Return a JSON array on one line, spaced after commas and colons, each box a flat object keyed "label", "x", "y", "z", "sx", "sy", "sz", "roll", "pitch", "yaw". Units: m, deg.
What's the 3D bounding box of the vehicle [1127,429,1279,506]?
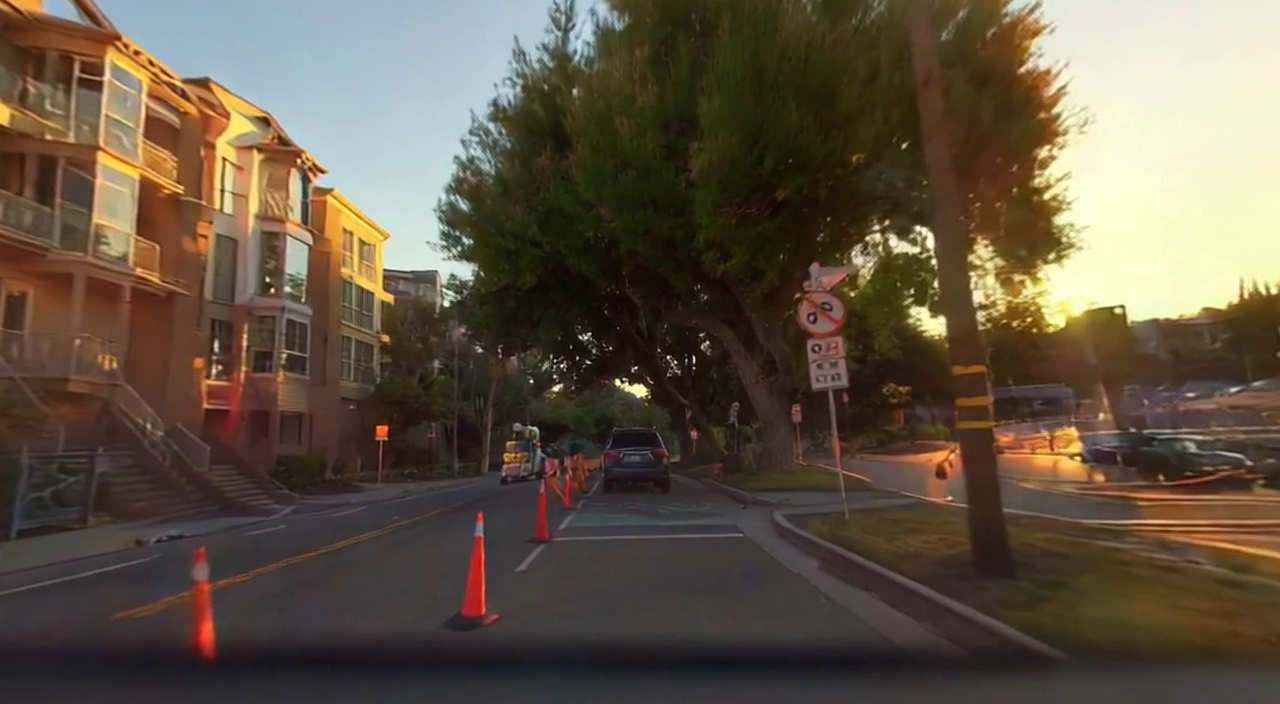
[{"label": "vehicle", "x": 13.169, "y": 2.336, "z": 12.957, "sx": 4.567, "sy": 1.448, "sz": 1.890, "roll": -1, "pitch": -9, "yaw": 8}]

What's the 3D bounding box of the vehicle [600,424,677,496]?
[{"label": "vehicle", "x": -0.064, "y": 3.445, "z": 20.480, "sx": 2.169, "sy": 2.015, "sz": 5.206, "roll": 0, "pitch": -9, "yaw": 0}]

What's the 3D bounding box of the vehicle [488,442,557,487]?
[{"label": "vehicle", "x": -6.096, "y": 5.898, "z": 33.585, "sx": 2.502, "sy": 2.163, "sz": 5.833, "roll": 0, "pitch": -9, "yaw": 0}]
